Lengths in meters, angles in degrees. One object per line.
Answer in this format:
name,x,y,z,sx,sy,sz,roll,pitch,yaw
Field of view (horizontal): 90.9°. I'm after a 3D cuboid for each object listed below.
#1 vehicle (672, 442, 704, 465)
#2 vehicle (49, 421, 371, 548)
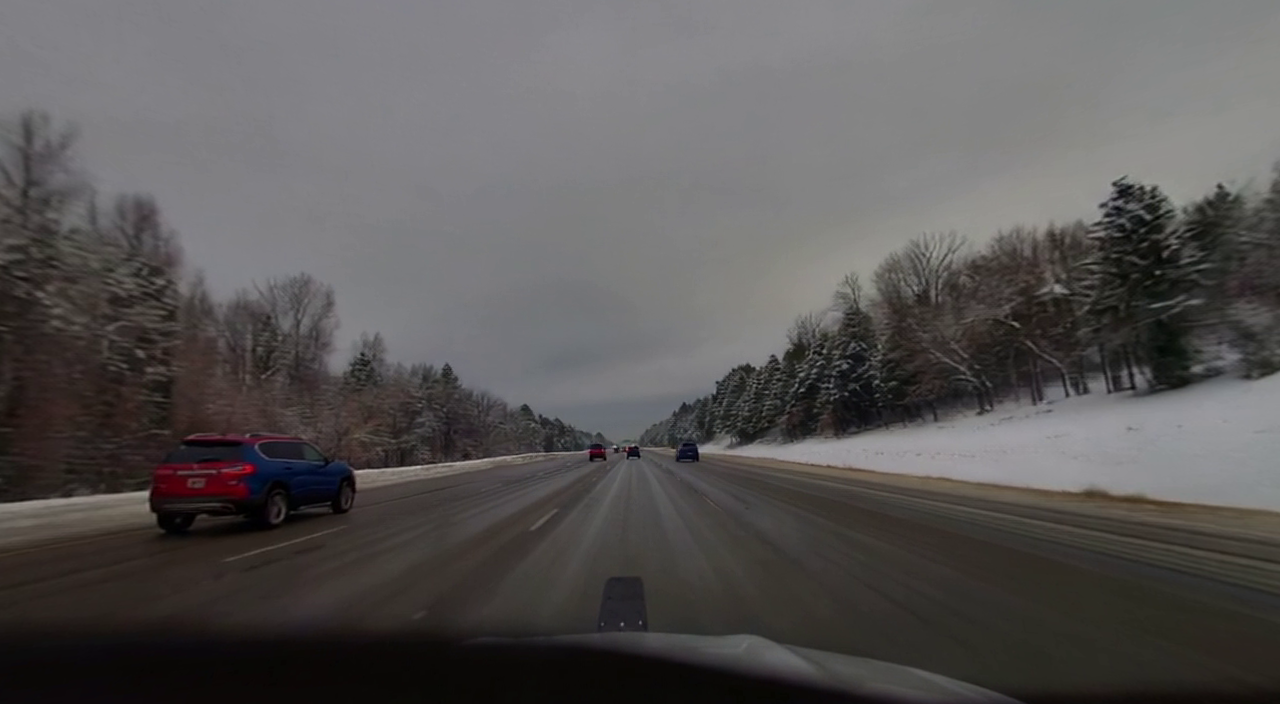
vehicle,3.660,7.887,49.100,1.995,1.712,4.206,0,-8,-2
vehicle,-7.103,2.220,11.383,2.285,1.759,4.968,0,-8,0
